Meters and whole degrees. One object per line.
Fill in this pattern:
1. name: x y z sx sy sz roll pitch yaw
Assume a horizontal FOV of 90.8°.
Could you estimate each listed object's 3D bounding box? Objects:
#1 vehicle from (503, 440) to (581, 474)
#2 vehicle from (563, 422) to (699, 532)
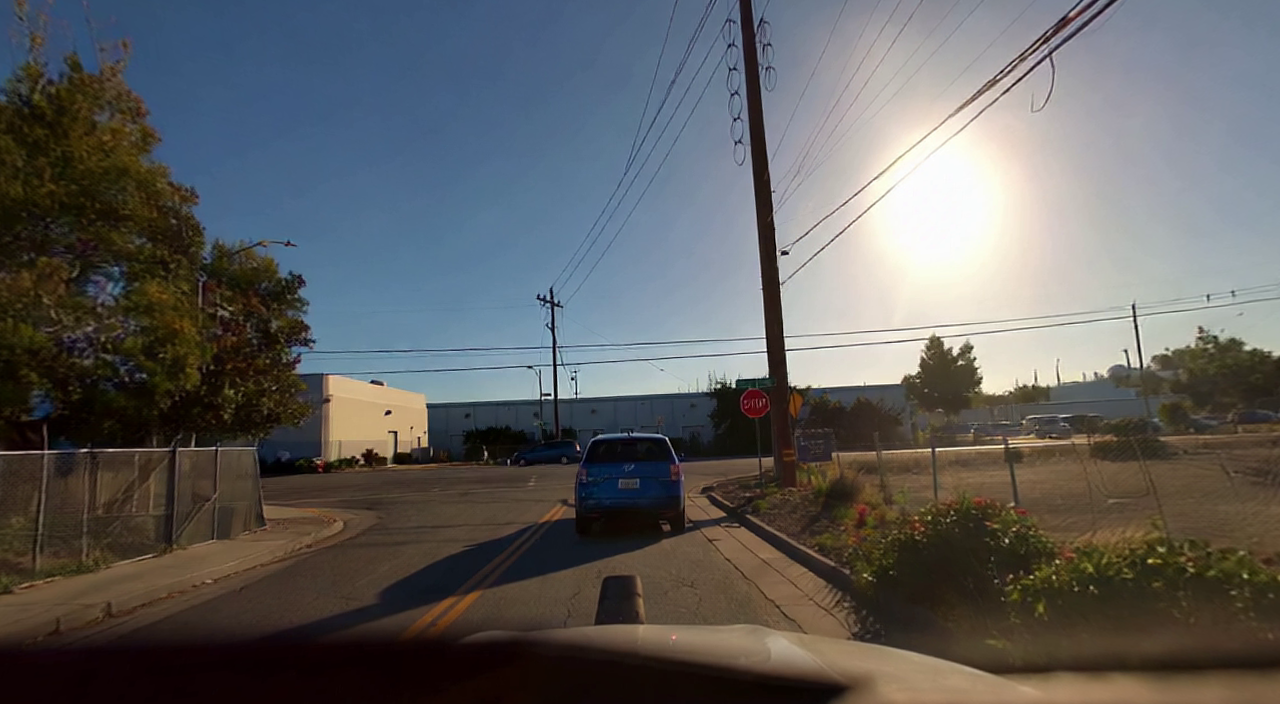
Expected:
1. vehicle: -5.531 5.825 35.261 4.415 1.753 2.029 -8 -12 44
2. vehicle: -0.184 2.277 12.088 2.137 1.698 4.166 0 -8 -1
